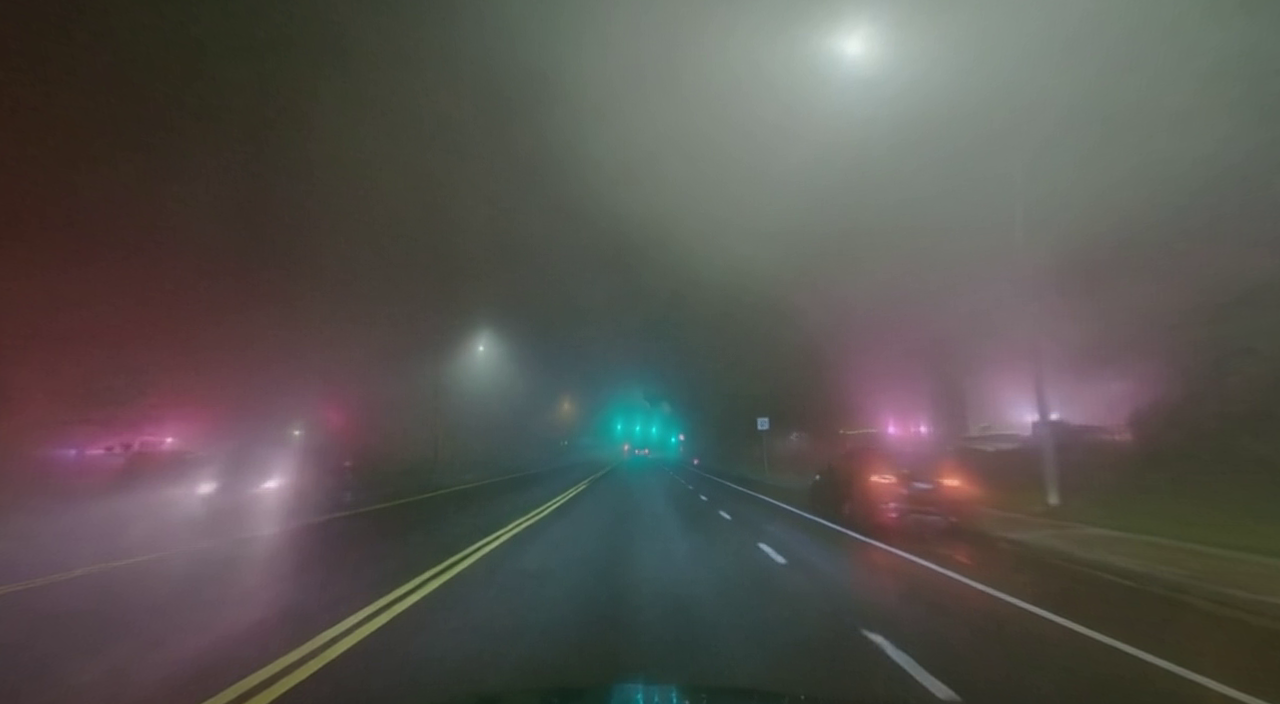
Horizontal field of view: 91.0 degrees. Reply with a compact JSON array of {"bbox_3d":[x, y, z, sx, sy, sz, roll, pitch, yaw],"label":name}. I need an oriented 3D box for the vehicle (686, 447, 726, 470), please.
[{"bbox_3d":[4.482,7.280,43.418,1.968,1.467,5.107,0,-8,-3],"label":"vehicle"}]

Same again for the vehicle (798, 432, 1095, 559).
[{"bbox_3d":[4.518,2.207,10.720,2.154,1.550,5.785,0,-8,0],"label":"vehicle"}]

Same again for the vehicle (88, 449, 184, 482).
[{"bbox_3d":[-26.513,5.960,33.184,3.527,1.415,1.748,-2,-8,-5],"label":"vehicle"}]

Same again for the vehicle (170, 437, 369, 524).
[{"bbox_3d":[-7.801,2.704,13.802,1.867,1.603,3.983,0,-8,1],"label":"vehicle"}]
